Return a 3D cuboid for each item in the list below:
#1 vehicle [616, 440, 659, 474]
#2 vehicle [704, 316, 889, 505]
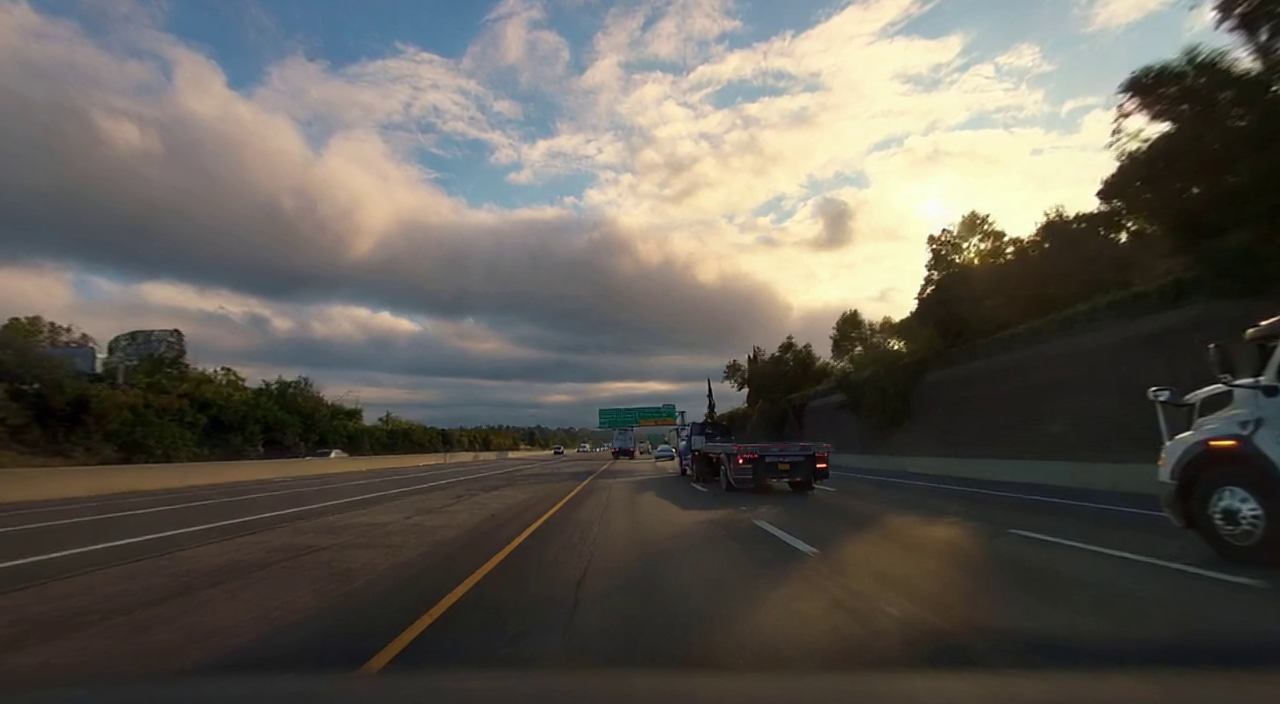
[{"bbox_3d":[-0.055,5.509,33.060,2.127,1.642,3.899,-1,-9,2],"label":"vehicle"},{"bbox_3d":[3.779,1.868,17.776,2.816,4.086,8.486,0,-9,-1],"label":"vehicle"}]
